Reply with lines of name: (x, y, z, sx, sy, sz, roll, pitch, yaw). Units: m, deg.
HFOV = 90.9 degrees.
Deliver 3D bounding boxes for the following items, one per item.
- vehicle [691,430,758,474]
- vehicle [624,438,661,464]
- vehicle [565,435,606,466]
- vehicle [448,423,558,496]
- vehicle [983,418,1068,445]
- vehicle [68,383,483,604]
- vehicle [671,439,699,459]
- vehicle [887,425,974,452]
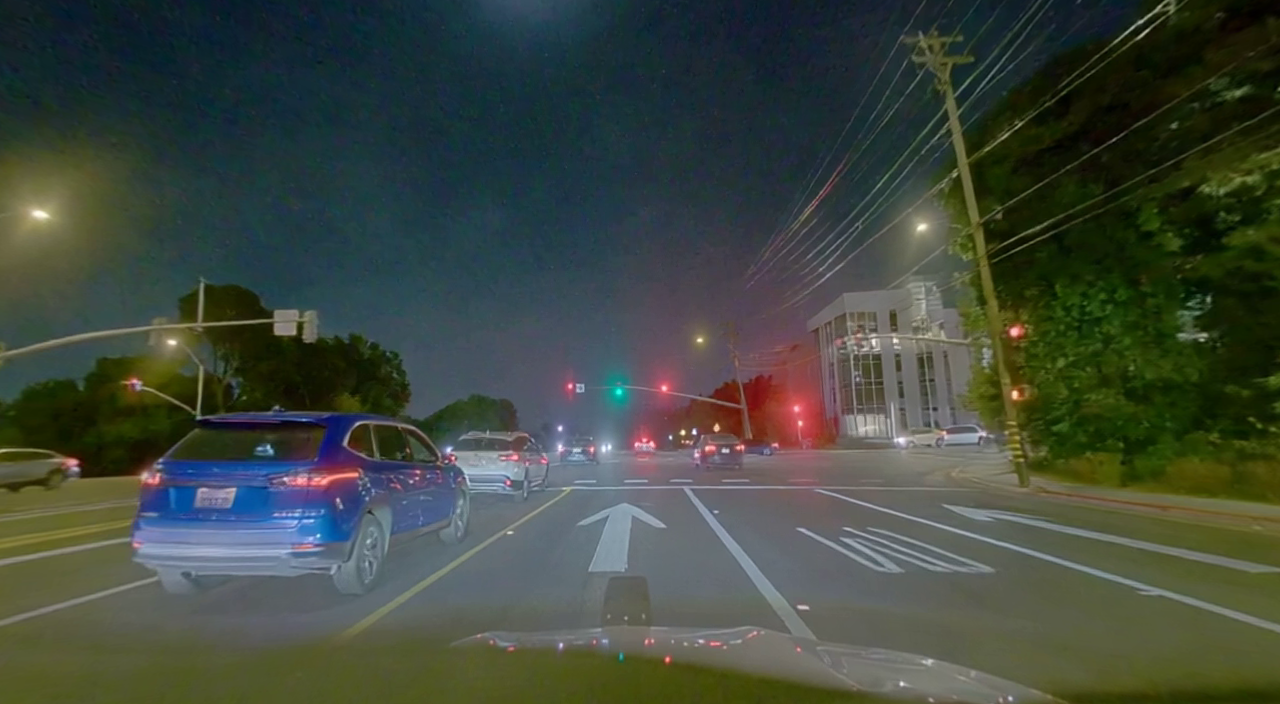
vehicle: (3.514, 4.301, 27.238, 2.201, 1.734, 4.564, 0, -8, -1)
vehicle: (0.170, 6.130, 39.302, 2.185, 1.515, 4.215, 0, -8, 1)
vehicle: (-3.077, 5.696, 36.633, 1.900, 1.677, 4.128, 0, -8, 2)
vehicle: (-3.557, 2.903, 17.308, 1.958, 1.744, 4.315, 0, -8, 1)
vehicle: (26.344, 5.475, 43.227, 4.439, 1.748, 2.037, 0, -8, 1)
vehicle: (-3.469, 1.447, 7.268, 2.127, 1.754, 4.287, 0, -8, 1)
vehicle: (3.459, 7.536, 48.966, 1.886, 1.455, 4.227, 0, -8, 0)
vehicle: (19.807, 5.905, 43.056, 5.033, 1.802, 1.928, 1, -8, -5)
